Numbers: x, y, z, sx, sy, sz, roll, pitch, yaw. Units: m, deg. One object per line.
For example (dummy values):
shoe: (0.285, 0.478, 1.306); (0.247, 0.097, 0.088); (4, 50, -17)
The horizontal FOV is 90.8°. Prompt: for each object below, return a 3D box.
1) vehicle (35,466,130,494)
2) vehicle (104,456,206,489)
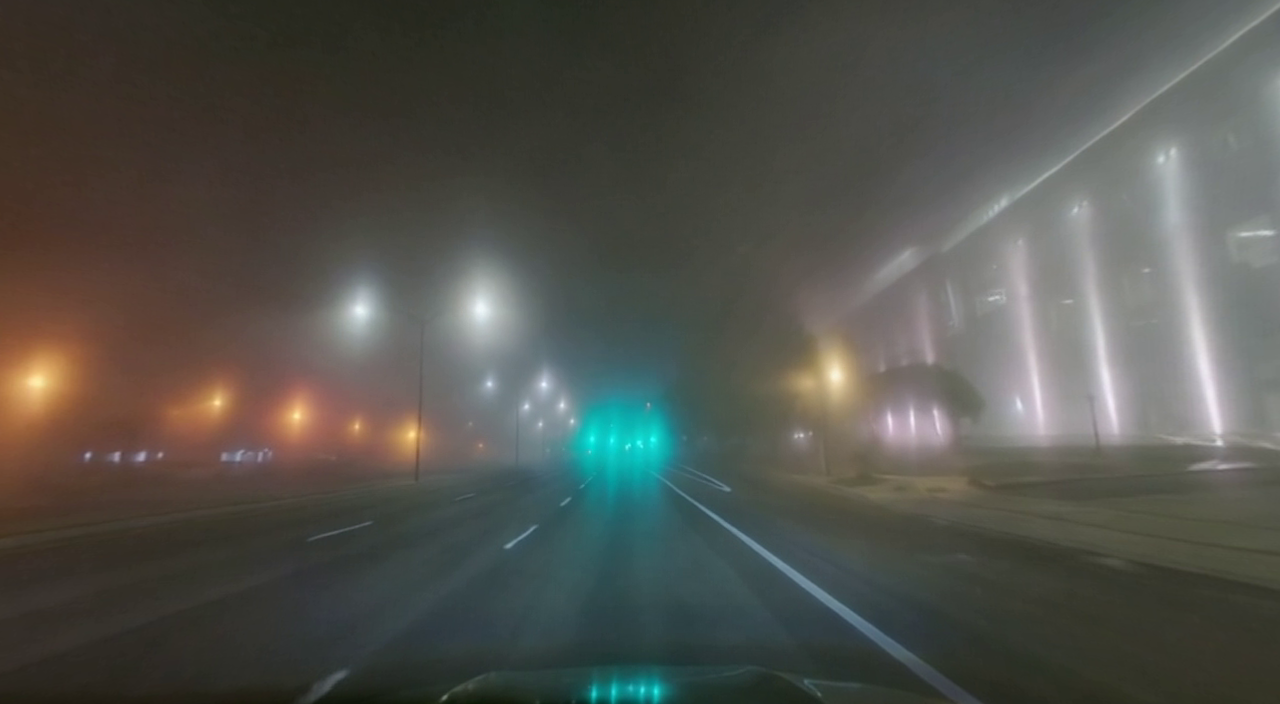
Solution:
vehicle: (-33.537, 7.691, 38.211); (1.868, 1.467, 4.423); (0, -8, -3)
vehicle: (-33.672, 8.321, 44.160); (2.483, 2.000, 6.110); (0, -8, -2)
